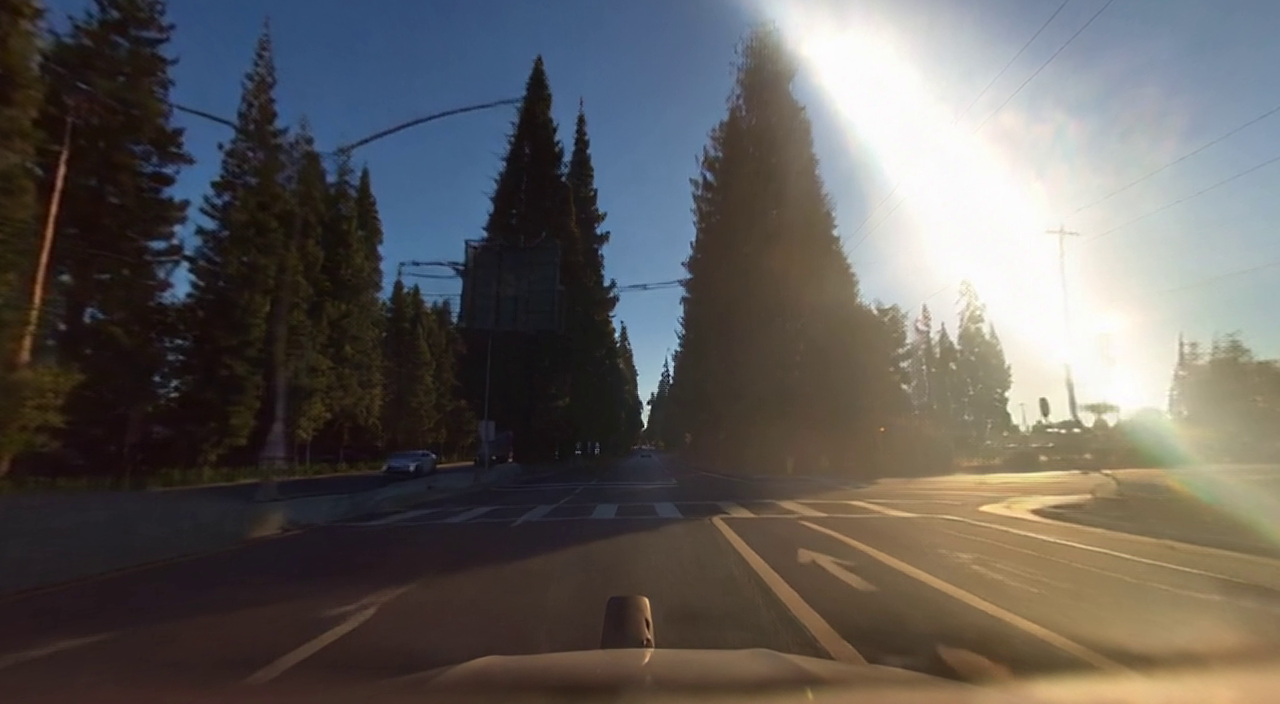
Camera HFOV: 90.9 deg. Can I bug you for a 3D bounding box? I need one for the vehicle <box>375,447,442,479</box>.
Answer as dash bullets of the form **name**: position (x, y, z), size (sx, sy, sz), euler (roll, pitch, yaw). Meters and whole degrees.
- **vehicle**: position (-13.435, 6.456, 36.903), size (2.035, 1.693, 4.625), euler (0, -8, 1)
